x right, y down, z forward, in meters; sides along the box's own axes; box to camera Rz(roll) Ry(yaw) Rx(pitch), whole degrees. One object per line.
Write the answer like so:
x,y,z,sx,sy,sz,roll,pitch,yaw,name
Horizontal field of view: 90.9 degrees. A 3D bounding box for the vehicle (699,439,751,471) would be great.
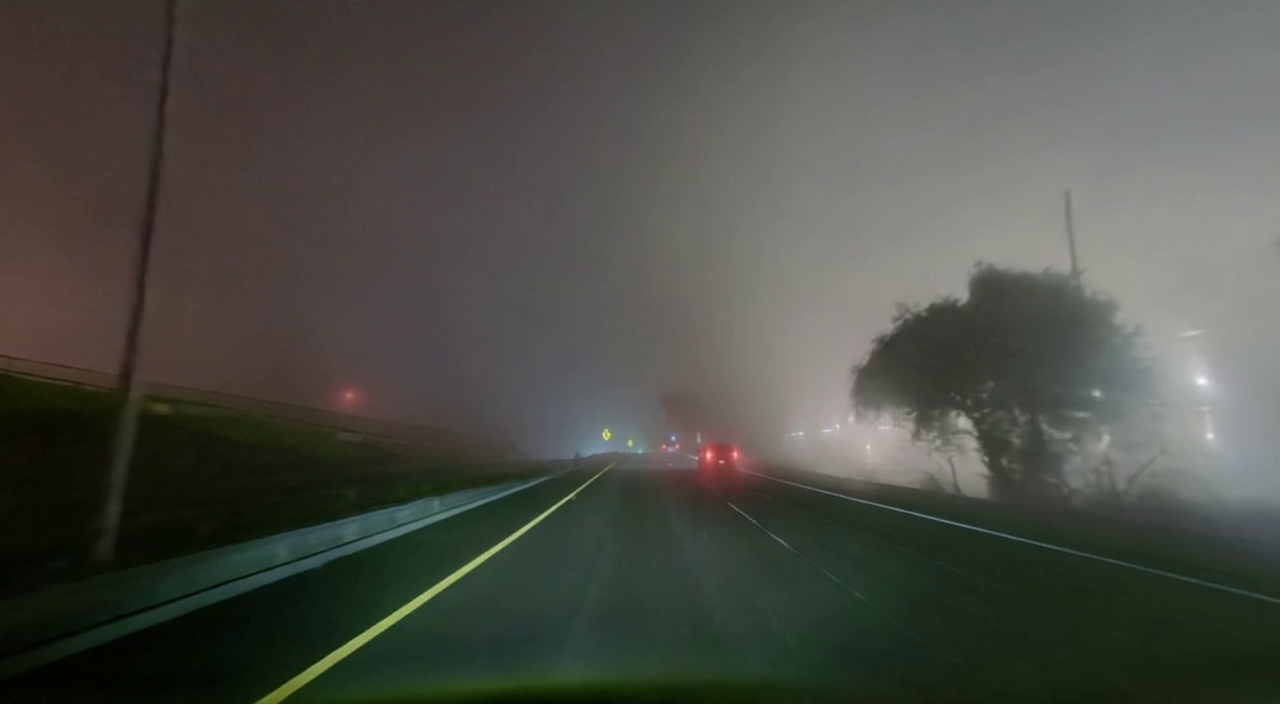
4.332,5.319,32.753,2.042,1.518,4.477,0,-8,0,vehicle
